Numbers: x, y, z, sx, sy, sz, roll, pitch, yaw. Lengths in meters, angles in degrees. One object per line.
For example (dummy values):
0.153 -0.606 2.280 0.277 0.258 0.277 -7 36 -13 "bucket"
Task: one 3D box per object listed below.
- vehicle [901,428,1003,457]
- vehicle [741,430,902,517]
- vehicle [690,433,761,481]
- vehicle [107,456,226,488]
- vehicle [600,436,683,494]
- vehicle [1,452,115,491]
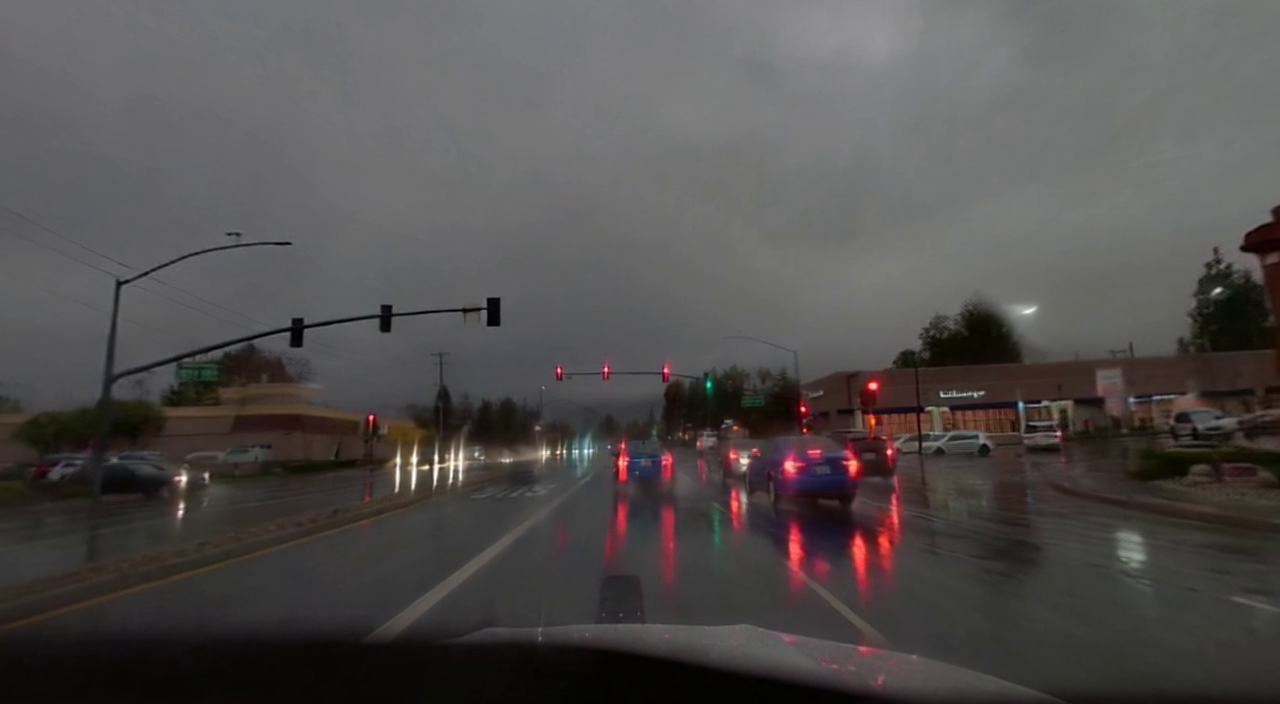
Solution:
19.948 5.831 40.549 5.438 1.776 2.032 0 -8 0 "vehicle"
3.487 2.433 13.203 1.889 1.473 4.643 0 -8 -1 "vehicle"
3.140 3.978 24.188 1.973 1.633 4.717 0 -8 -1 "vehicle"
-26.292 6.664 35.240 4.780 1.669 2.232 0 -8 -2 "vehicle"
-0.014 3.199 18.281 2.135 1.468 4.076 0 -8 -1 "vehicle"
-38.404 7.873 41.817 5.135 2.388 2.288 0 -9 -1 "vehicle"
